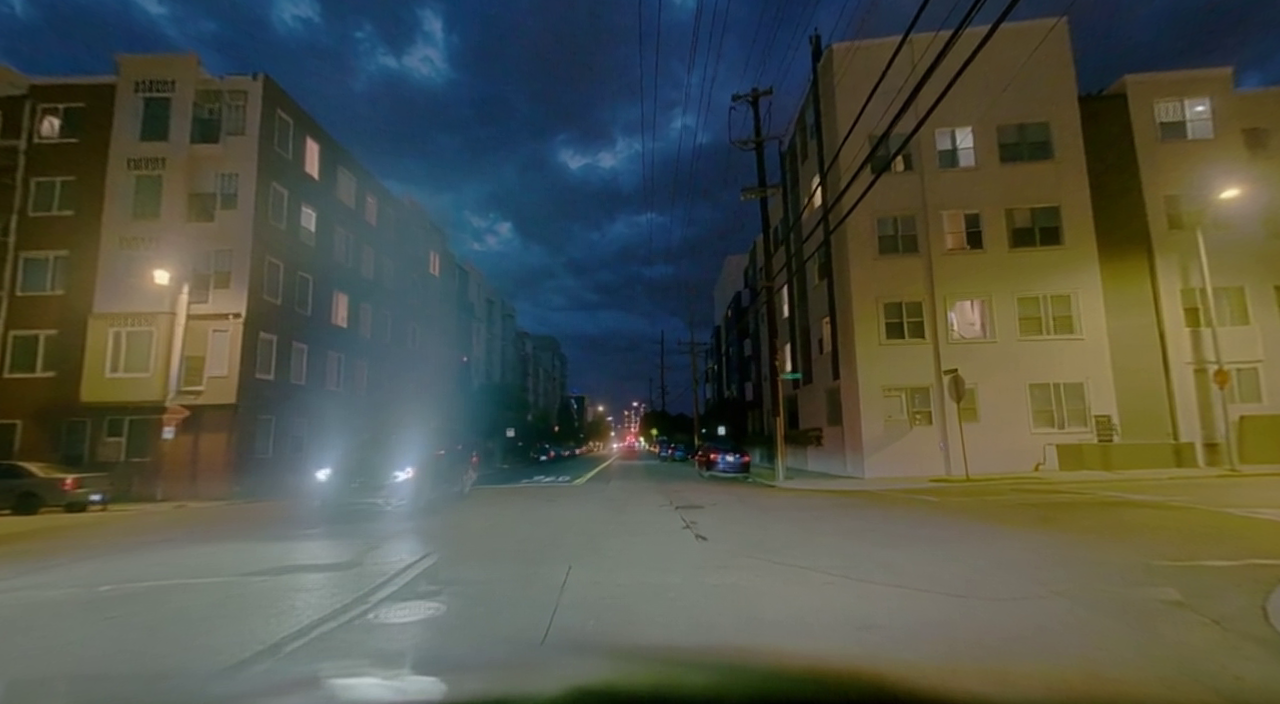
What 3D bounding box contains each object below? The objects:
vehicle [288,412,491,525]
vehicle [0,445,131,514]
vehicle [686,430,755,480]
[{"bbox_3d":[-4.609,2.241,12.616,2.201,1.801,4.750,0,-9,-2],"label":"vehicle"},{"bbox_3d":[-17.637,3.476,17.400,5.354,1.773,1.991,0,-9,-1],"label":"vehicle"},{"bbox_3d":[3.195,4.219,25.962,2.164,1.721,4.416,-4,-9,0],"label":"vehicle"}]
